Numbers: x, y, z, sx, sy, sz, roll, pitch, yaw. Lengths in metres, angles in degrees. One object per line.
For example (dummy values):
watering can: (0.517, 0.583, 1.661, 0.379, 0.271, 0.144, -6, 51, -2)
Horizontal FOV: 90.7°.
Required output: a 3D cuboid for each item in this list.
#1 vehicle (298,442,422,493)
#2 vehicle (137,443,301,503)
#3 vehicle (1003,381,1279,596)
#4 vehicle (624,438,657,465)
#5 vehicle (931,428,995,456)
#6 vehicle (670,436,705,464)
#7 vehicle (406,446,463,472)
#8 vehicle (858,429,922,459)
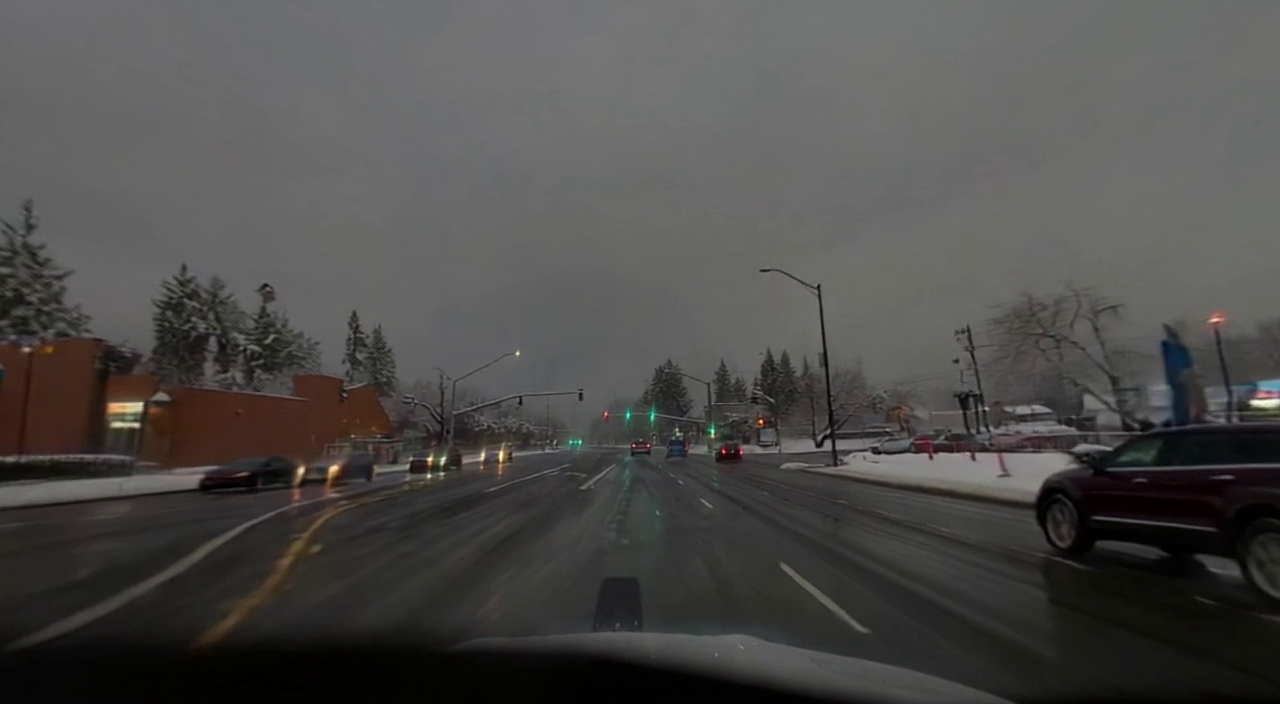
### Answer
vehicle: (-9.378, 3.888, 21.750, 2.042, 1.555, 4.748, 0, -8, 1)
vehicle: (-12.622, 3.613, 19.414, 1.972, 1.590, 4.370, 0, -8, 1)
vehicle: (6.442, 1.369, 6.800, 2.066, 1.807, 4.893, 0, -8, -1)
vehicle: (0.036, 6.777, 43.161, 2.177, 1.754, 3.815, 0, -8, 1)
vehicle: (21.313, 5.956, 41.916, 1.932, 1.729, 4.354, -1, -8, 0)
vehicle: (3.453, 7.296, 47.205, 2.190, 1.913, 5.174, 0, -8, 0)
vehicle: (-12.839, 6.695, 39.867, 1.974, 1.557, 4.790, 0, -8, 0)
vehicle: (16.257, 6.004, 41.504, 2.144, 1.816, 4.688, -1, -8, -1)
